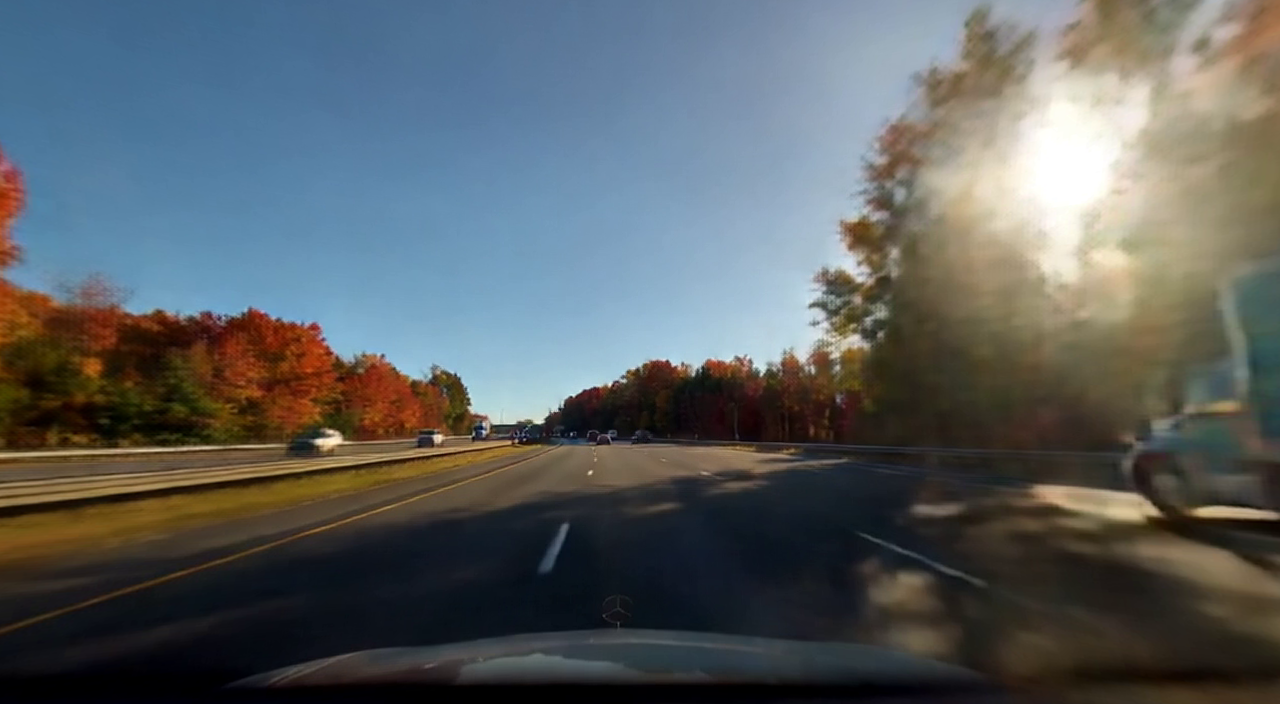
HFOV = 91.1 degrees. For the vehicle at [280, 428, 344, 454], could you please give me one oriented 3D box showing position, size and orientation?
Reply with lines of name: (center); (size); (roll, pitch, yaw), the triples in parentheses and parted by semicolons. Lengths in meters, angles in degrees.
vehicle: (-21.068, 5.748, 40.570); (1.867, 1.538, 4.656); (0, -8, -4)
